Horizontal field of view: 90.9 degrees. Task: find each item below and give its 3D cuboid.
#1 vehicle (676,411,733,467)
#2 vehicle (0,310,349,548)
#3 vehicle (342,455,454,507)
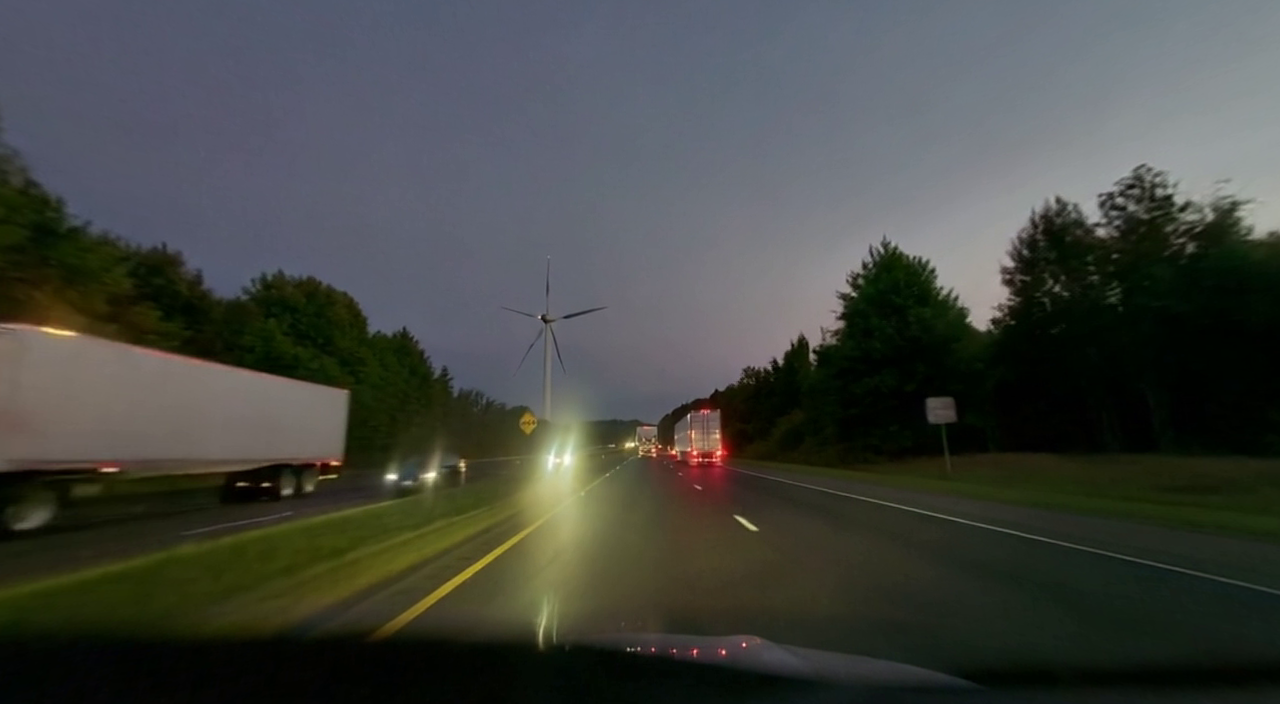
[{"bbox_3d":[4.428,6.327,45.233,2.903,3.602,9.351,0,-9,-1],"label":"vehicle"},{"bbox_3d":[-12.559,2.210,16.445,2.916,4.112,14.233,0,-9,1],"label":"vehicle"},{"bbox_3d":[-7.641,4.096,20.375,2.005,1.485,3.893,0,-9,1],"label":"vehicle"}]
